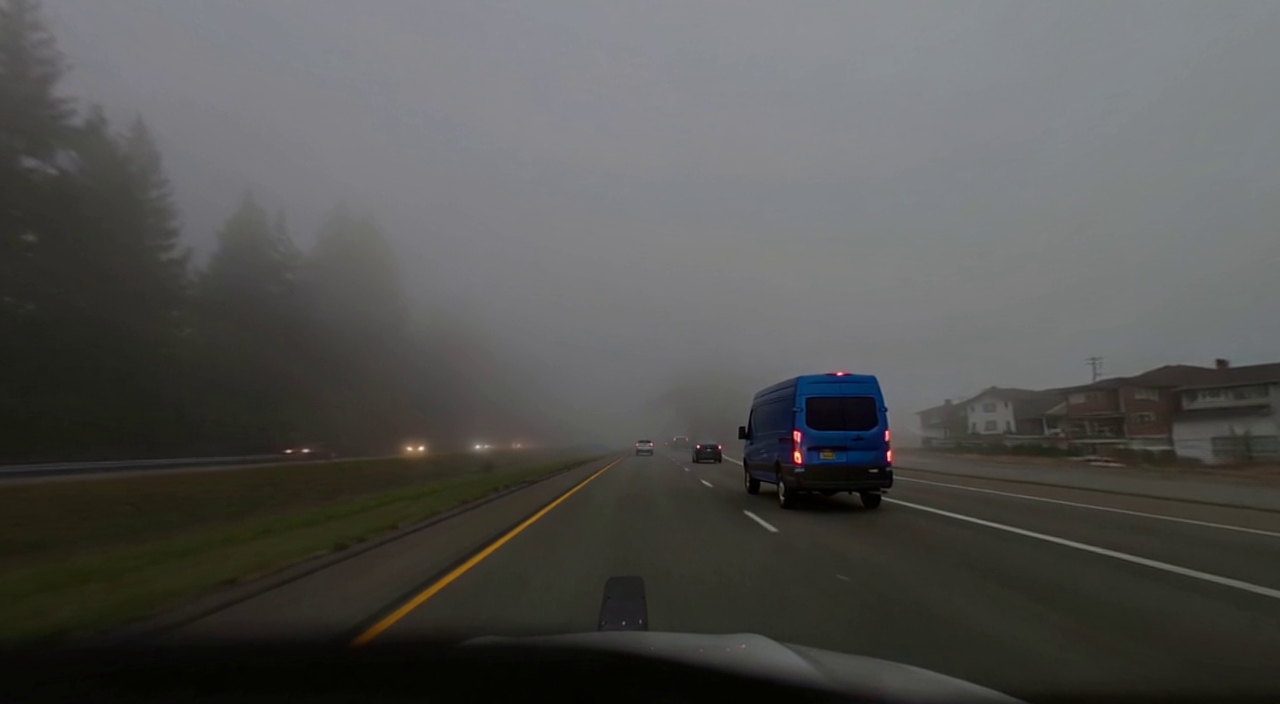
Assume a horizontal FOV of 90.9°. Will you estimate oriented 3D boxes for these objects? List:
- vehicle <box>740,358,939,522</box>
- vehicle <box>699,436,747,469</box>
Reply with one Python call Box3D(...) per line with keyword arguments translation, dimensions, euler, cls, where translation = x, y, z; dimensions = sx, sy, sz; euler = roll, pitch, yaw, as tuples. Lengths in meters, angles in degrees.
Box3D(translation=(3.730, 1.869, 13.363), dimensions=(2.302, 2.670, 5.912), euler=(0, -8, 1), cls="vehicle")
Box3D(translation=(4.478, 5.487, 34.630), dimensions=(2.034, 1.651, 4.342), euler=(0, -8, -1), cls="vehicle")
